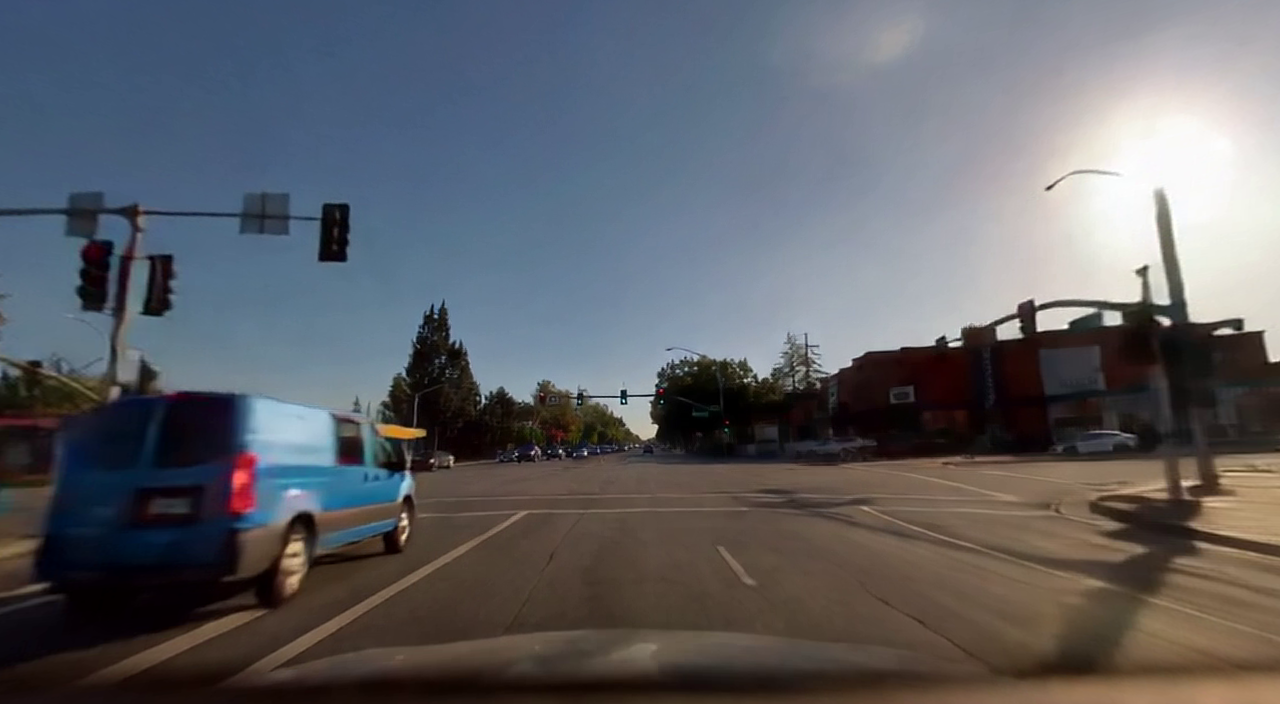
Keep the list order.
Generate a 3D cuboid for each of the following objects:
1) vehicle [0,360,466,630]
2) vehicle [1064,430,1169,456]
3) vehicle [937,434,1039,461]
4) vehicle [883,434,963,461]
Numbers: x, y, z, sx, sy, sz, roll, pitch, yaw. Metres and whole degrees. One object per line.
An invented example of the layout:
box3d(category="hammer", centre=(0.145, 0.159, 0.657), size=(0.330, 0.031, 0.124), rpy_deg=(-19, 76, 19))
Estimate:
box3d(category="vehicle", centre=(-3.851, 1.437, 7.383), size=(2.206, 2.007, 5.190), rpy_deg=(0, -8, -1))
box3d(category="vehicle", centre=(28.973, 5.537, 38.507), size=(4.768, 1.525, 1.919), rpy_deg=(0, -8, 0))
box3d(category="vehicle", centre=(19.725, 5.442, 35.939), size=(4.615, 1.474, 2.004), rpy_deg=(0, -8, 0))
box3d(category="vehicle", centre=(18.900, 6.378, 42.257), size=(4.364, 1.737, 1.967), rpy_deg=(0, -8, -1))
